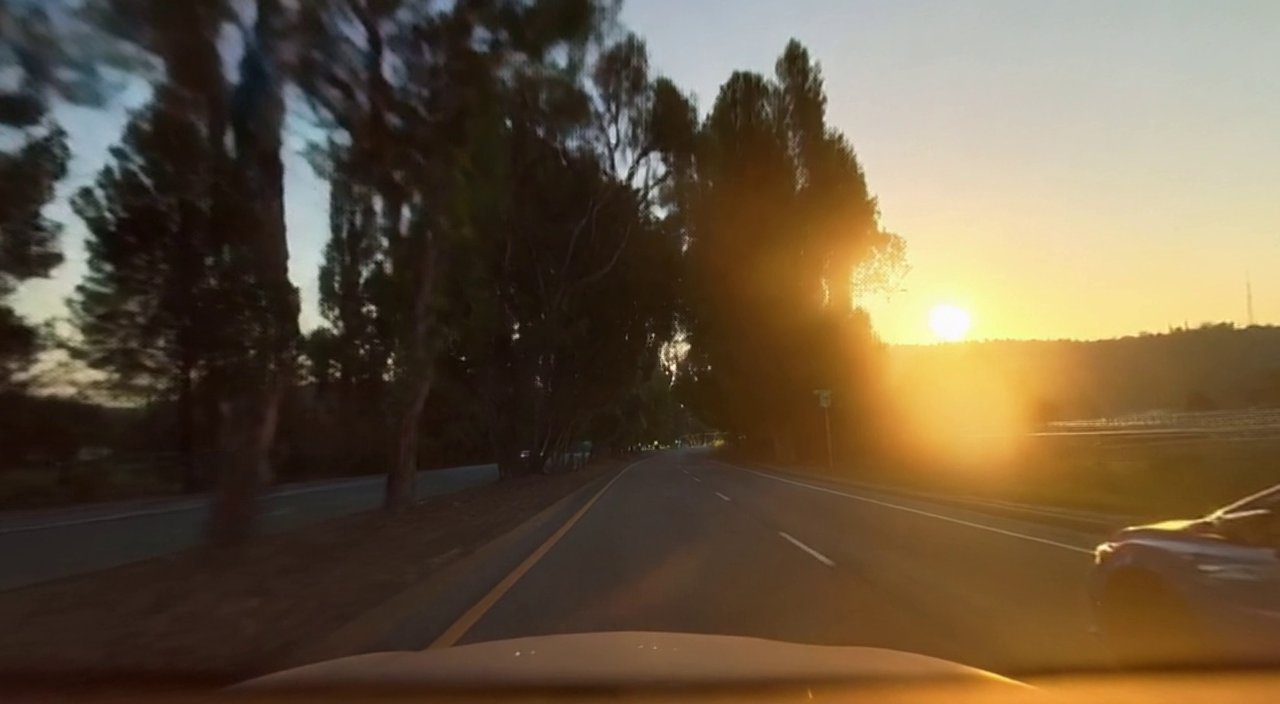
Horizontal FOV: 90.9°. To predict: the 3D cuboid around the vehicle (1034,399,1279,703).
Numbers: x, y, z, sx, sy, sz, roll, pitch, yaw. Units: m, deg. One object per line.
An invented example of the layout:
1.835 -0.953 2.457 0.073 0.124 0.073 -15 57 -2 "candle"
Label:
3.446 0.787 1.420 2.061 1.503 4.823 0 -9 1 "vehicle"
